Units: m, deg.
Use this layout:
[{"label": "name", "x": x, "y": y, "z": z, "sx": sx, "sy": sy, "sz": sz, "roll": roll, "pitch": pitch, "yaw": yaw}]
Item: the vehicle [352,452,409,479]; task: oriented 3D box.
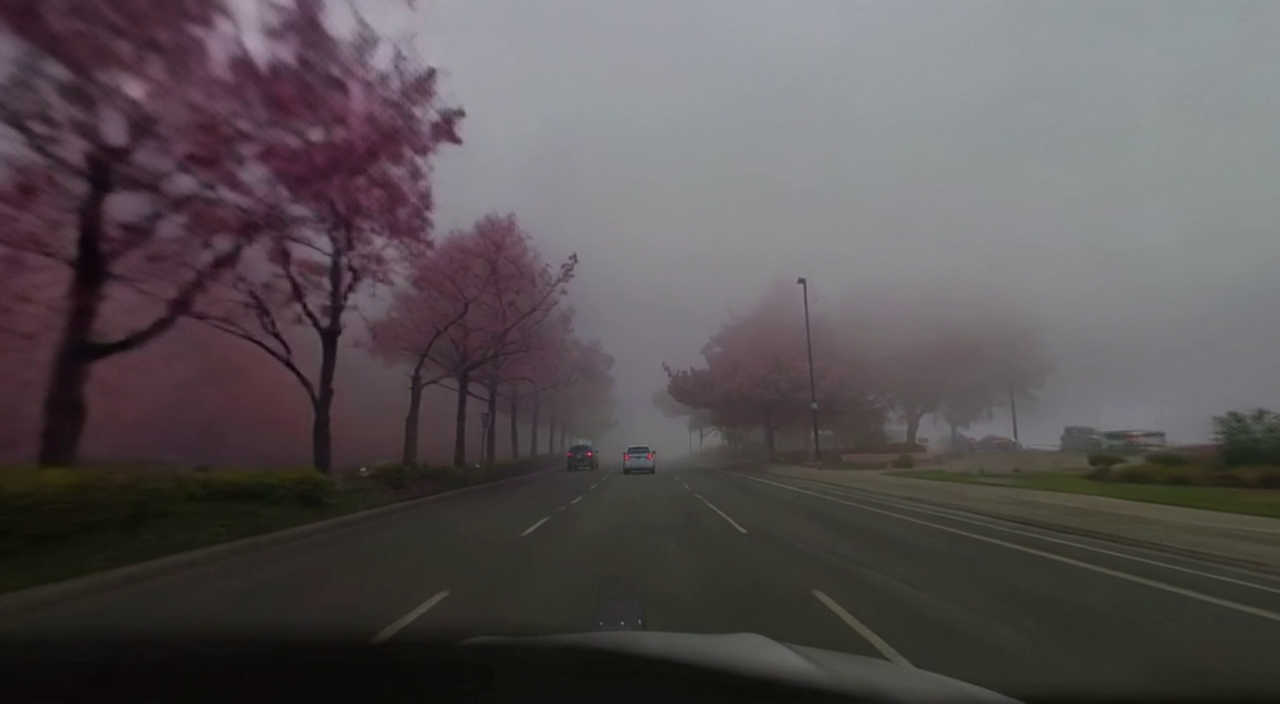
[{"label": "vehicle", "x": -18.111, "y": 7.910, "z": 44.087, "sx": 2.030, "sy": 1.750, "sz": 4.597, "roll": 0, "pitch": -9, "yaw": 0}]

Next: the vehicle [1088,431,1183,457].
[{"label": "vehicle", "x": 29.808, "y": 5.569, "z": 37.990, "sx": 1.832, "sy": 1.421, "sz": 4.597, "roll": -1, "pitch": -8, "yaw": -2}]

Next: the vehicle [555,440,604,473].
[{"label": "vehicle", "x": -3.551, "y": 6.271, "z": 38.053, "sx": 2.453, "sy": 1.844, "sz": 4.751, "roll": 0, "pitch": -9, "yaw": 1}]

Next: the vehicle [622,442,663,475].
[{"label": "vehicle", "x": 0.146, "y": 5.967, "z": 35.491, "sx": 2.149, "sy": 1.701, "sz": 4.379, "roll": 0, "pitch": -9, "yaw": 0}]
